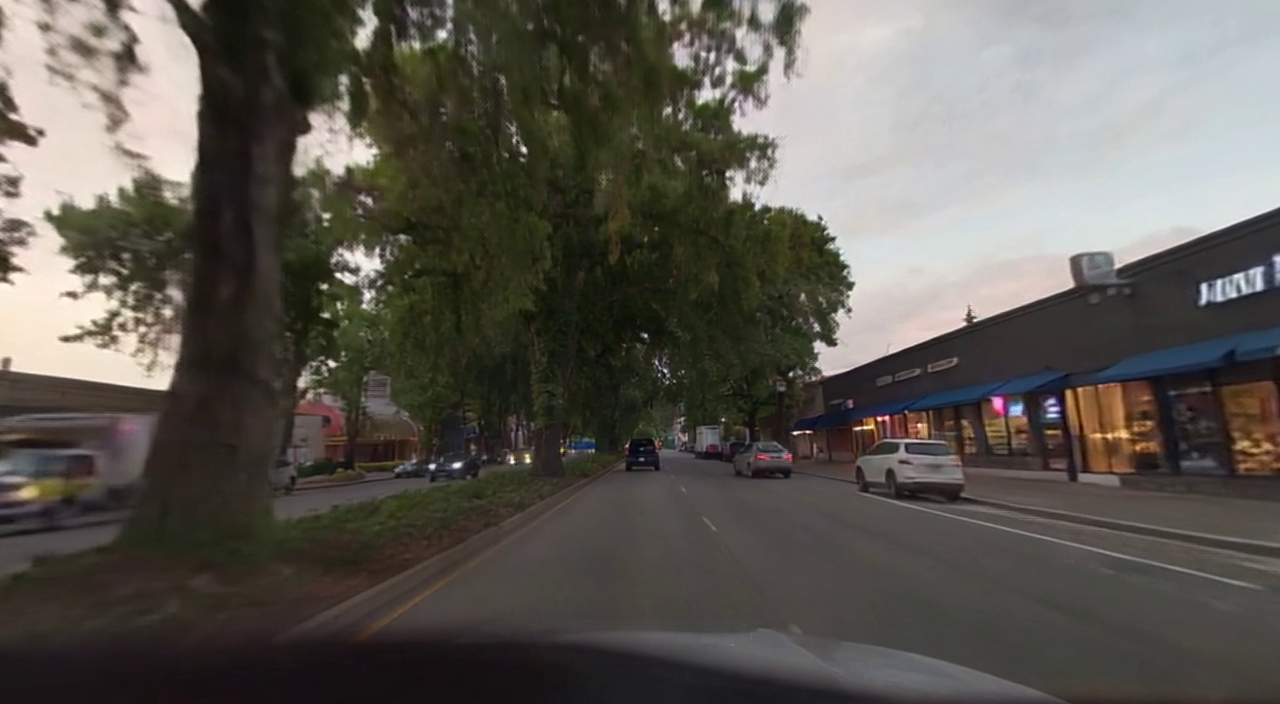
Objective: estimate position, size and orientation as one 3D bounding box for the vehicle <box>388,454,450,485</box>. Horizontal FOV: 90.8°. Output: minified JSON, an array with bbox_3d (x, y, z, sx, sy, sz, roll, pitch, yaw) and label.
[{"bbox_3d":[-11.878,6.328,34.277,1.808,1.459,4.129,0,-9,1],"label":"vehicle"}]

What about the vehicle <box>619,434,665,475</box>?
[{"bbox_3d":[0.137,5.521,34.215,2.293,2.036,4.853,0,-9,1],"label":"vehicle"}]

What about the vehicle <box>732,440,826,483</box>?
[{"bbox_3d":[6.006,4.787,27.990,2.114,1.697,4.739,2,-9,-15],"label":"vehicle"}]

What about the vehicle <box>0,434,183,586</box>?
[{"bbox_3d":[-8.128,1.864,7.719,1.977,1.669,4.387,0,-9,-4],"label":"vehicle"}]

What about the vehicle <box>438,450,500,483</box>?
[{"bbox_3d":[-8.590,5.765,32.128,1.982,1.505,4.065,0,-9,1],"label":"vehicle"}]

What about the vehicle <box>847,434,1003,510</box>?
[{"bbox_3d":[7.273,3.092,16.752,2.004,1.714,4.356,0,-9,-1],"label":"vehicle"}]
